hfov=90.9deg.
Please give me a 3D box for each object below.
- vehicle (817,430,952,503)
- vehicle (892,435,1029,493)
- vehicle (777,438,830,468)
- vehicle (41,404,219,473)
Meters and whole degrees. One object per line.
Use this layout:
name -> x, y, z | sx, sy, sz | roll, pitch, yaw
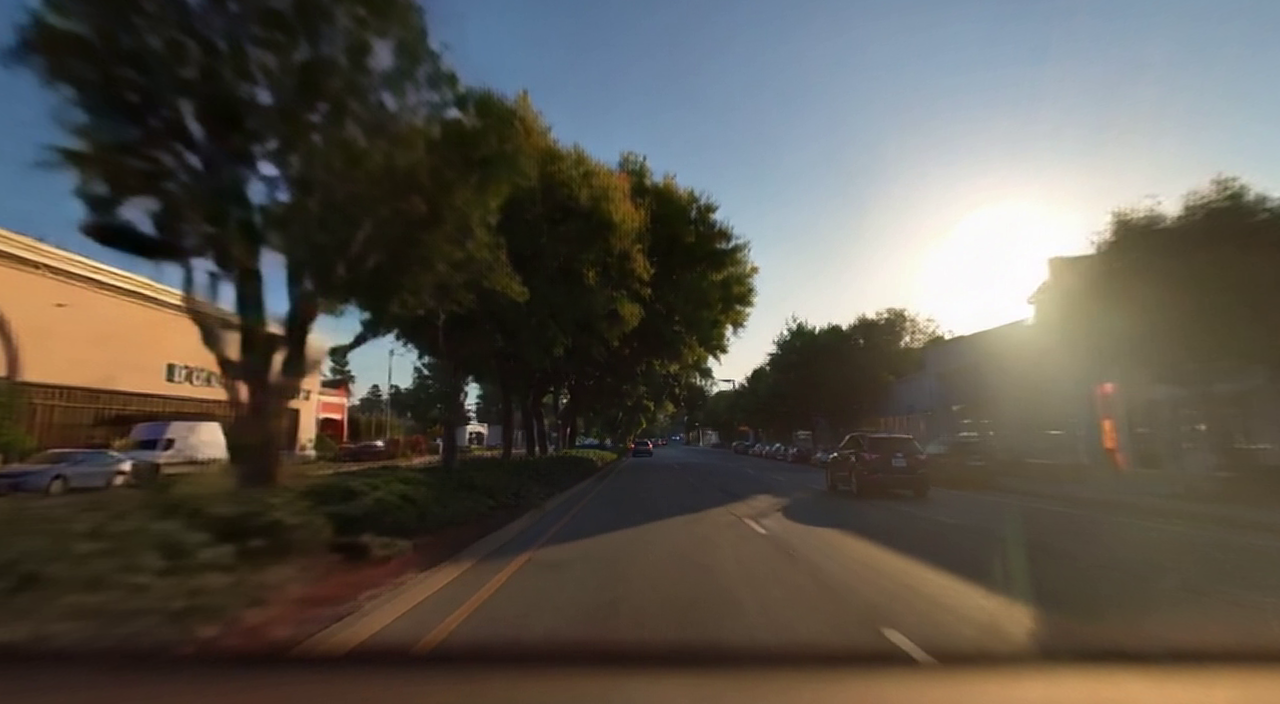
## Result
vehicle -> 6.168, 2.923, 16.460 | 2.072, 1.669, 3.836 | 0, -8, 2
vehicle -> 10.761, 3.767, 21.674 | 2.244, 1.754, 4.791 | 0, -8, 1
vehicle -> 10.678, 6.625, 41.559 | 2.096, 1.780, 5.128 | 0, -8, 0
vehicle -> -25.946, 4.453, 32.354 | 6.540, 3.375, 2.751 | 0, -8, 0
